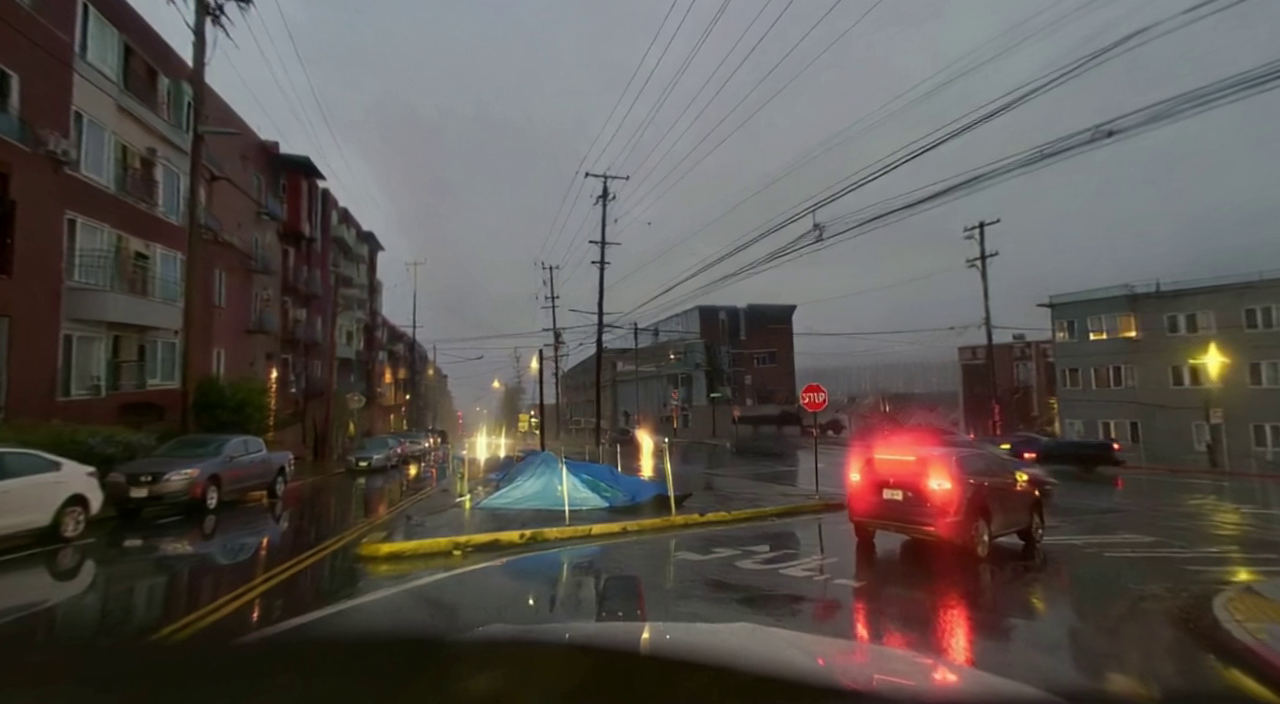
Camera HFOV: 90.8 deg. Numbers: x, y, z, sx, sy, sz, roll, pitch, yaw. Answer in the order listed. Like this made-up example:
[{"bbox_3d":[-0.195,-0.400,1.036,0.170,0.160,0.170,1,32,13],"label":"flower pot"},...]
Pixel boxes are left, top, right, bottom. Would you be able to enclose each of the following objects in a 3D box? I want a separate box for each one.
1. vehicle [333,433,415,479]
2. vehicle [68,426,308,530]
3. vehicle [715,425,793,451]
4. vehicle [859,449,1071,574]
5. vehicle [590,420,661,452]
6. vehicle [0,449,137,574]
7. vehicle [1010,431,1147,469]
[{"bbox_3d":[-11.656,4.573,28.118,2.054,1.800,5.212,1,-8,-8],"label":"vehicle"},{"bbox_3d":[-9.430,2.629,13.925,1.934,1.798,5.317,1,-8,-8],"label":"vehicle"},{"bbox_3d":[6.946,5.363,39.090,2.089,1.506,4.641,5,-10,-33],"label":"vehicle"},{"bbox_3d":[5.709,2.530,10.883,1.945,1.647,4.160,-9,-12,44],"label":"vehicle"},{"bbox_3d":[-1.060,5.598,41.850,2.152,1.970,5.506,5,-10,-32],"label":"vehicle"},{"bbox_3d":[-8.713,1.989,7.898,1.763,1.498,4.483,1,-9,-10],"label":"vehicle"},{"bbox_3d":[18.904,4.251,27.434,1.790,1.468,4.422,6,-11,-38],"label":"vehicle"}]
